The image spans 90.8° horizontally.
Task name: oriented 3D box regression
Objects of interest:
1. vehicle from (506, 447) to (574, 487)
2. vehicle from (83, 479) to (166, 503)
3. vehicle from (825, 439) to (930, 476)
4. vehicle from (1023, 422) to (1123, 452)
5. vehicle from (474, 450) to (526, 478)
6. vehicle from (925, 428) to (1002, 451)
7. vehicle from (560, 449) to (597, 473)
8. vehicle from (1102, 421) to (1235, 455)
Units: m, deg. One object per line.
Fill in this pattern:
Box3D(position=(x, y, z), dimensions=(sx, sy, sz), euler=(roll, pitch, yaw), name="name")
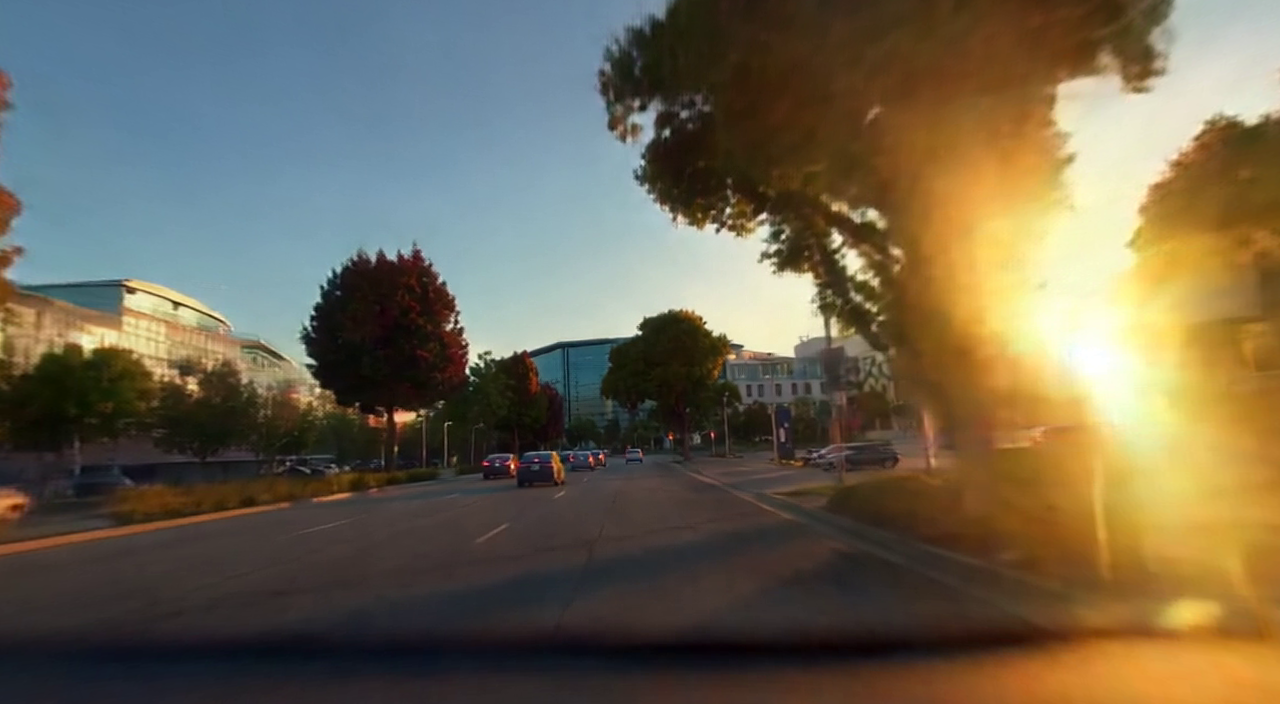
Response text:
Box3D(position=(-4.005, 4.704, 26.147), dimensions=(2.011, 1.483, 4.596), euler=(0, -9, 1), name="vehicle")
Box3D(position=(-37.171, 10.002, 45.630), dimensions=(4.232, 1.578, 1.759), euler=(1, -10, -3), name="vehicle")
Box3D(position=(12.889, 5.754, 34.499), dimensions=(4.790, 1.439, 2.034), euler=(-7, -9, 1), name="vehicle")
Box3D(position=(25.053, 4.941, 36.661), dimensions=(4.154, 1.662, 2.113), euler=(0, -8, 1), name="vehicle")
Box3D(position=(-8.197, 6.608, 37.515), dimensions=(1.976, 1.497, 4.709), euler=(0, -9, 1), name="vehicle")
Box3D(position=(25.350, 6.886, 49.592), dimensions=(4.939, 1.818, 1.989), euler=(0, -9, -1), name="vehicle")
Box3D(position=(-3.964, 7.073, 41.243), dimensions=(1.971, 1.414, 4.317), euler=(0, -9, 1), name="vehicle")
Box3D(position=(25.119, 4.110, 30.119), dimensions=(4.614, 1.464, 1.856), euler=(-1, -9, 0), name="vehicle")
